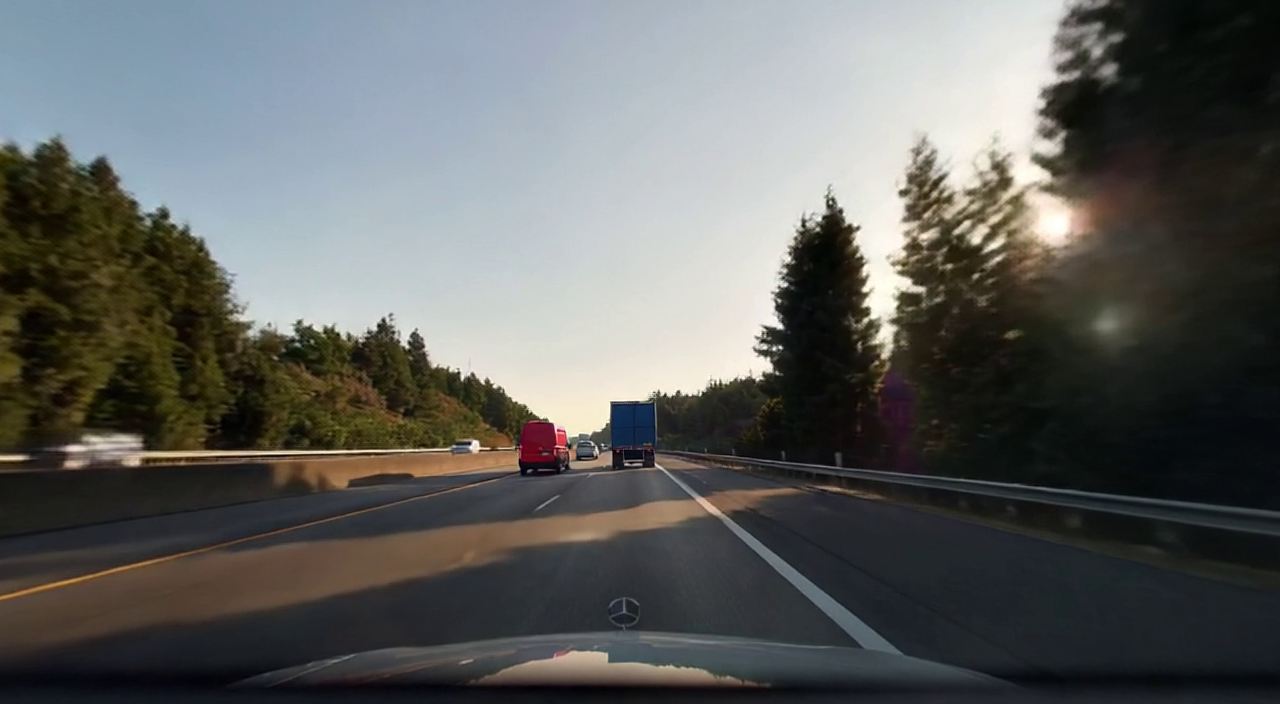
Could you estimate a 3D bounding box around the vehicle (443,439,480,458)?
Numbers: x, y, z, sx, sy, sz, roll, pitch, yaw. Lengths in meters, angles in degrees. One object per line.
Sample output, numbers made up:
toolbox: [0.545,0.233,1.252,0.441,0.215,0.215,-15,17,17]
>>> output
vehicle: [-13.980,7.615,49.672,1.766,1.459,3.806,0,-9,0]

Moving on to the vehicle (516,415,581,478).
vehicle: [-4.407,4.704,31.417,2.357,2.786,6.144,0,-9,-1]

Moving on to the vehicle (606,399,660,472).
vehicle: [-0.465,5.425,40.261,2.995,4.036,10.311,0,-9,-1]

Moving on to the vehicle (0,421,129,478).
vehicle: [-17.300,2.828,18.319,1.757,1.478,3.711,0,-9,0]
